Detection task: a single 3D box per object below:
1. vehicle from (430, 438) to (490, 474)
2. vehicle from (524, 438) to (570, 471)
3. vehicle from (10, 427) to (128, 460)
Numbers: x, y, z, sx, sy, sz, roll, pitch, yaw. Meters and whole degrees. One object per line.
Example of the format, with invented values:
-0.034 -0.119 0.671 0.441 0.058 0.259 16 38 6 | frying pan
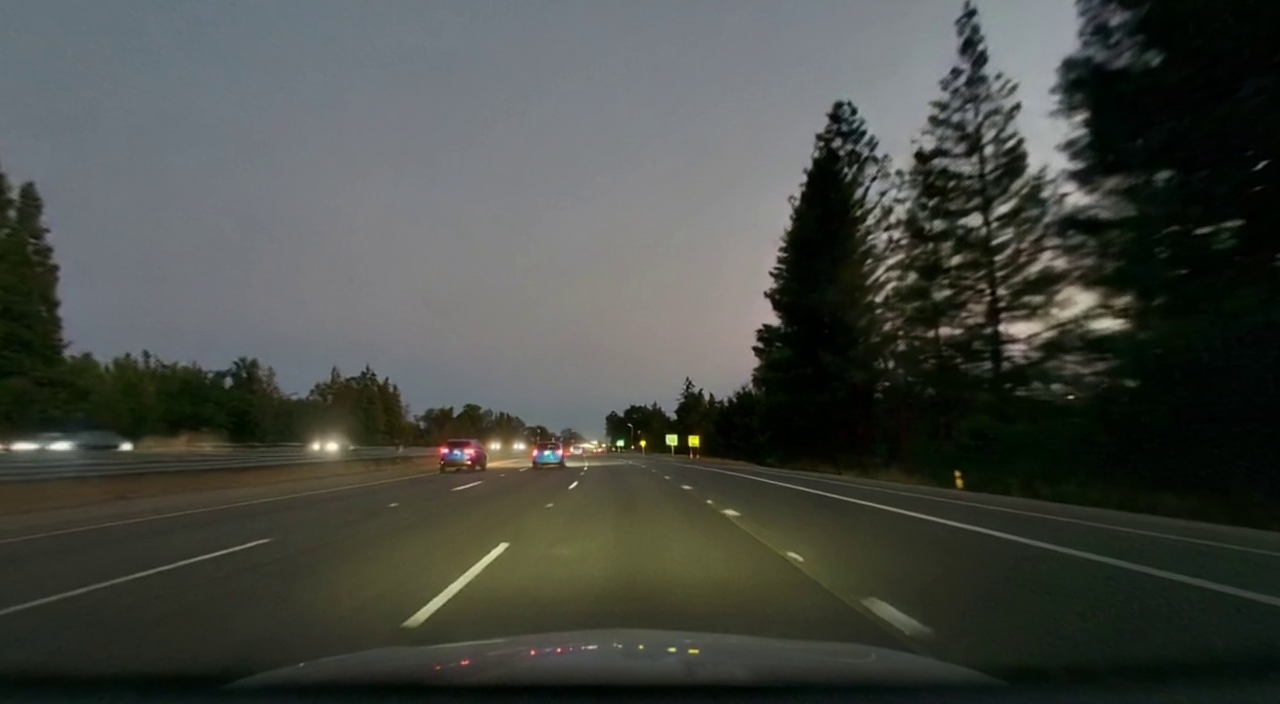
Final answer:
-9.277 5.396 32.934 2.016 1.711 4.365 0 -9 -3 | vehicle
-5.272 5.874 36.256 2.146 1.766 4.502 0 -9 -3 | vehicle
-30.047 4.886 33.487 1.935 1.624 4.829 0 -9 -3 | vehicle
